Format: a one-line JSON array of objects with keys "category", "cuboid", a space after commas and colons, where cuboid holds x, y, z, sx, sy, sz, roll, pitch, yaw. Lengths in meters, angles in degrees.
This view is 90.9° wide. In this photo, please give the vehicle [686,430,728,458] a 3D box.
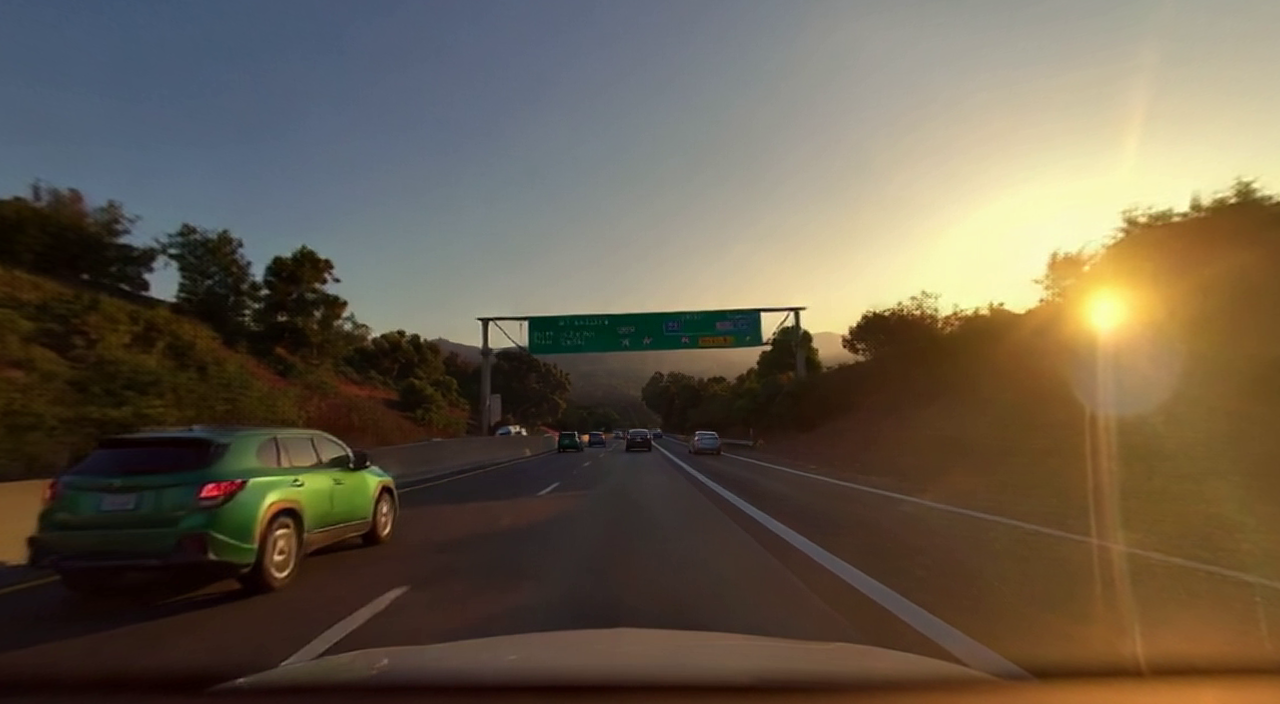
[{"category": "vehicle", "cuboid": [3.760, 5.225, 35.984, 1.841, 1.491, 3.869, 0, -8, -2]}]

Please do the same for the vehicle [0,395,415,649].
[{"category": "vehicle", "cuboid": [-4.109, 1.335, 6.231, 2.023, 1.512, 4.804, 0, -8, 0]}]

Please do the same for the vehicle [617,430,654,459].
[{"category": "vehicle", "cuboid": [-0.250, 4.863, 33.255, 1.869, 1.466, 3.356, 0, -8, -1]}]
